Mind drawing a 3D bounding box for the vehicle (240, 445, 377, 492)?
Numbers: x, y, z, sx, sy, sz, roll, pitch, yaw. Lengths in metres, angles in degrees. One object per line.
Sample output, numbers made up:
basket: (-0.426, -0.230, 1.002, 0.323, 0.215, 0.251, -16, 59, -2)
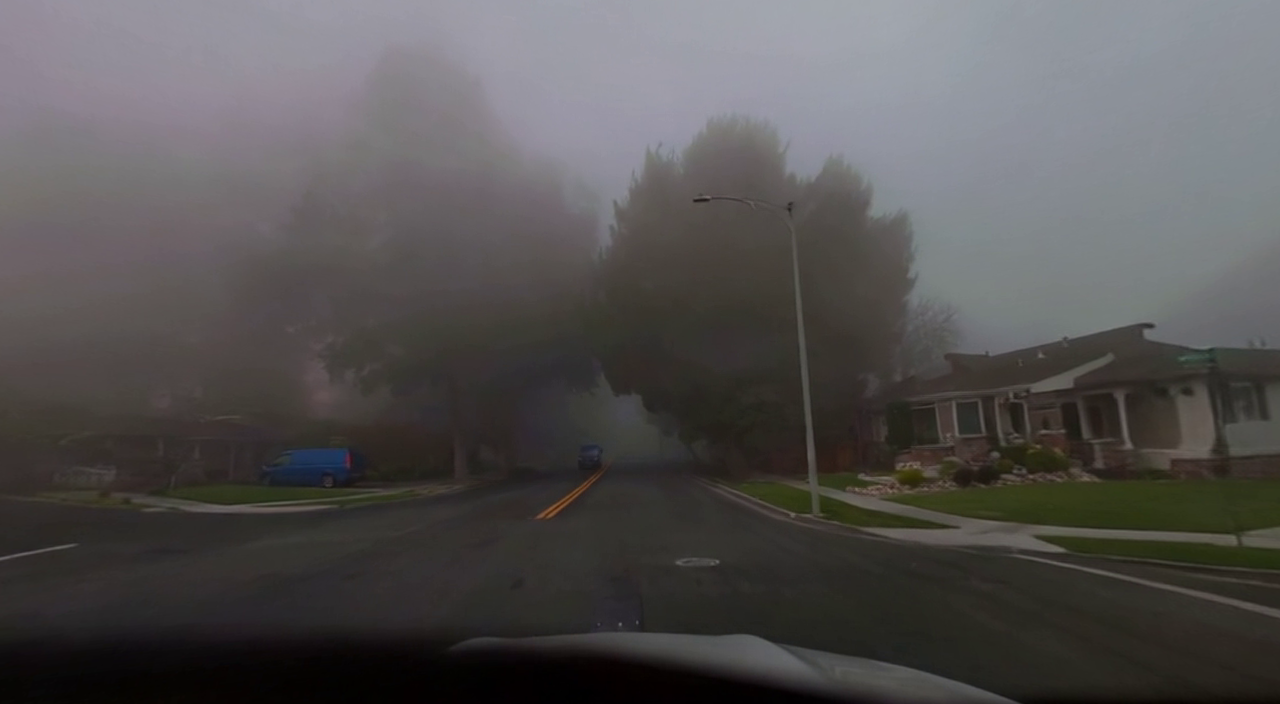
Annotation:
vehicle: (-14.472, 5.051, 27.894, 2.145, 1.839, 4.837, -6, -10, 33)
